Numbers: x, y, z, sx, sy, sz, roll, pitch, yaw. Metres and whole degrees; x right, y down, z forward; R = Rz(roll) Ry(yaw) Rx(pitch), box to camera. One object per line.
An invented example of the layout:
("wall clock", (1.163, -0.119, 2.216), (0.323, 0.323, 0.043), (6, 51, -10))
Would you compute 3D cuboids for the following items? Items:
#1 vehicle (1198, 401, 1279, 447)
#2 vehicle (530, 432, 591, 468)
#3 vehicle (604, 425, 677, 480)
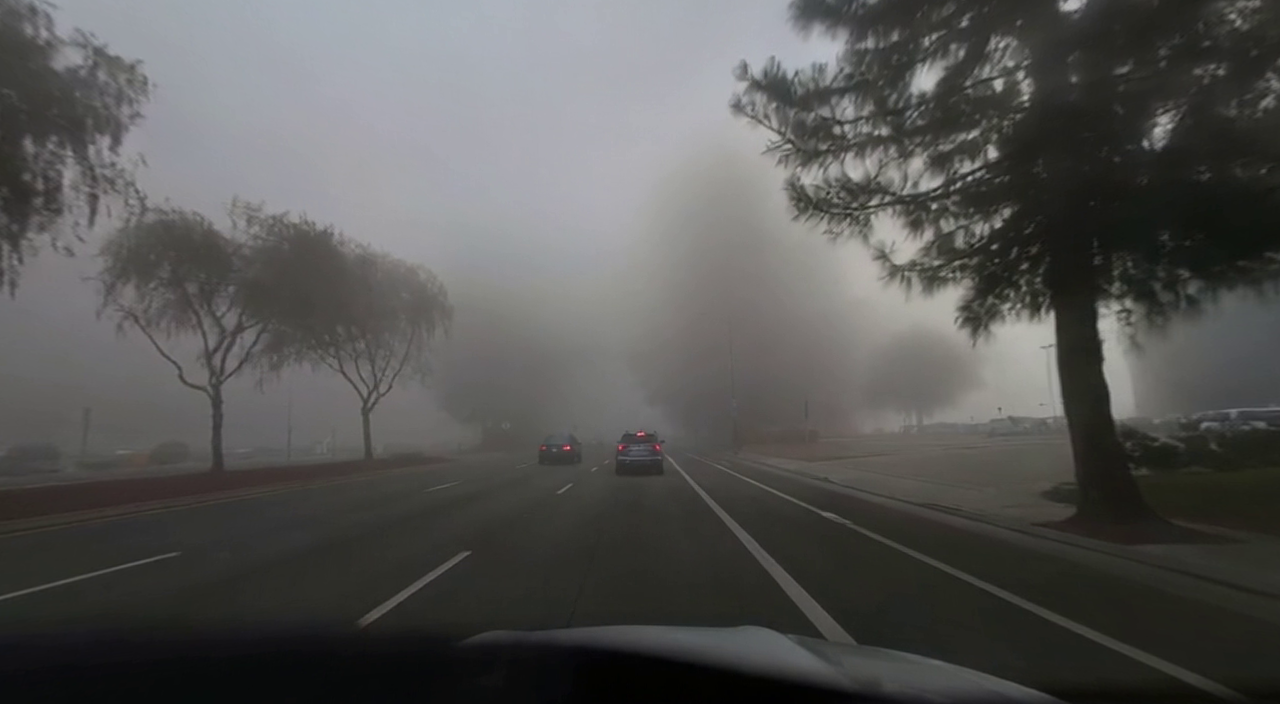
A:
("vehicle", (22.014, 2.566, 21.981), (1.833, 1.471, 4.656), (-2, -9, 14))
("vehicle", (-3.450, 4.354, 28.281), (1.942, 1.462, 4.905), (0, -8, 2))
("vehicle", (0.011, 3.337, 21.151), (2.199, 1.652, 4.101), (0, -8, 0))
